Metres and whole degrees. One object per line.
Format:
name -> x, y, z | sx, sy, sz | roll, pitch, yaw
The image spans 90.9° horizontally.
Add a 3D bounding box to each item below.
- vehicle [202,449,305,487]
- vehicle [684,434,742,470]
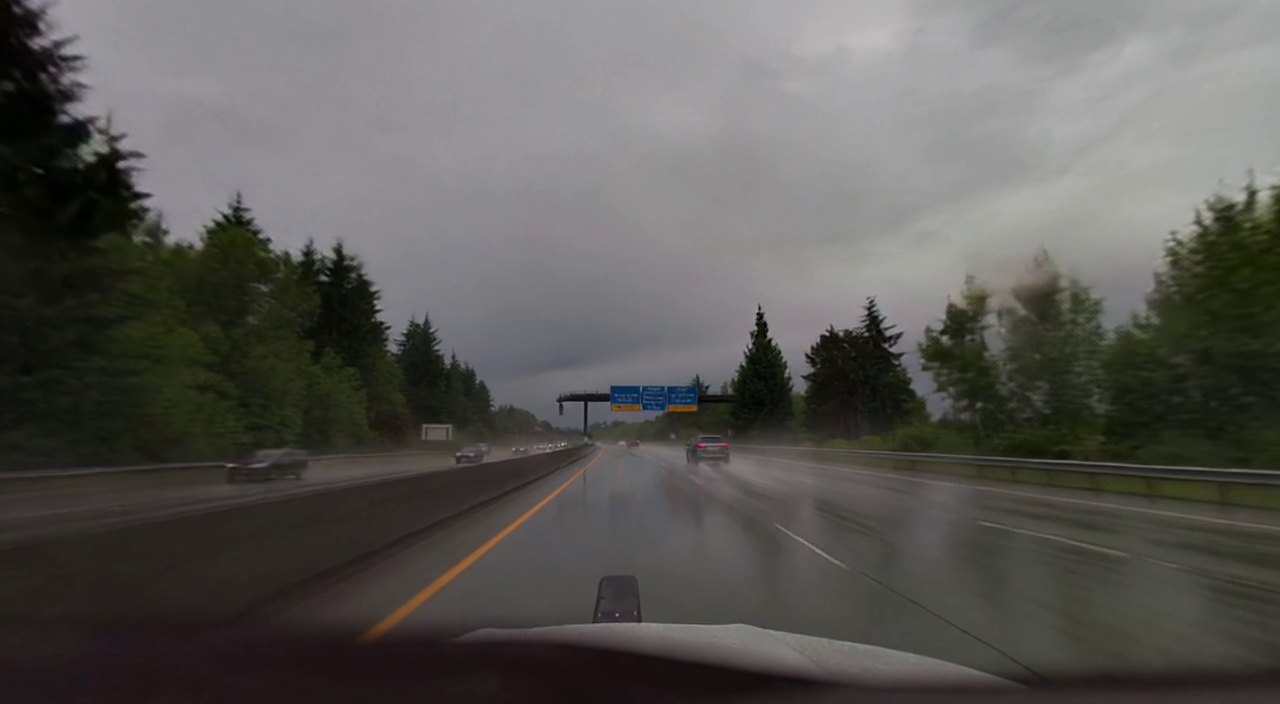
vehicle -> -16.744, 5.009, 27.589 | 1.812, 1.450, 4.373 | 0, -8, -1
vehicle -> 3.247, 4.564, 28.992 | 1.958, 1.526, 4.227 | 0, -8, -3
